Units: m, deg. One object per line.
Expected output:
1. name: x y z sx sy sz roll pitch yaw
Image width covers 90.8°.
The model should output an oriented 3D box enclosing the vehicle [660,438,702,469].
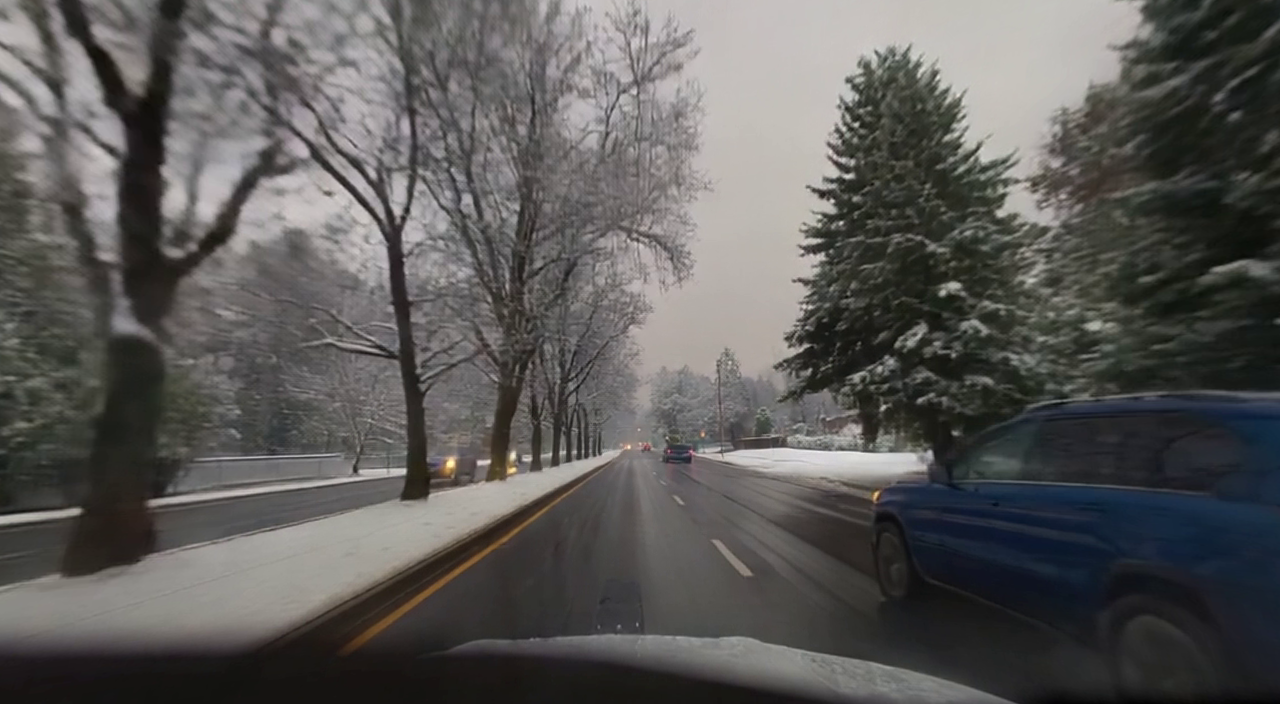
1. vehicle: 2.418 6.139 38.365 2.164 1.725 4.285 0 -9 -1

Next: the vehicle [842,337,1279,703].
1. vehicle: 3.079 1.037 3.919 2.066 1.603 4.475 0 -8 -1

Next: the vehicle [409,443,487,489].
1. vehicle: -8.114 4.840 27.114 1.973 1.701 4.338 -2 -9 0
